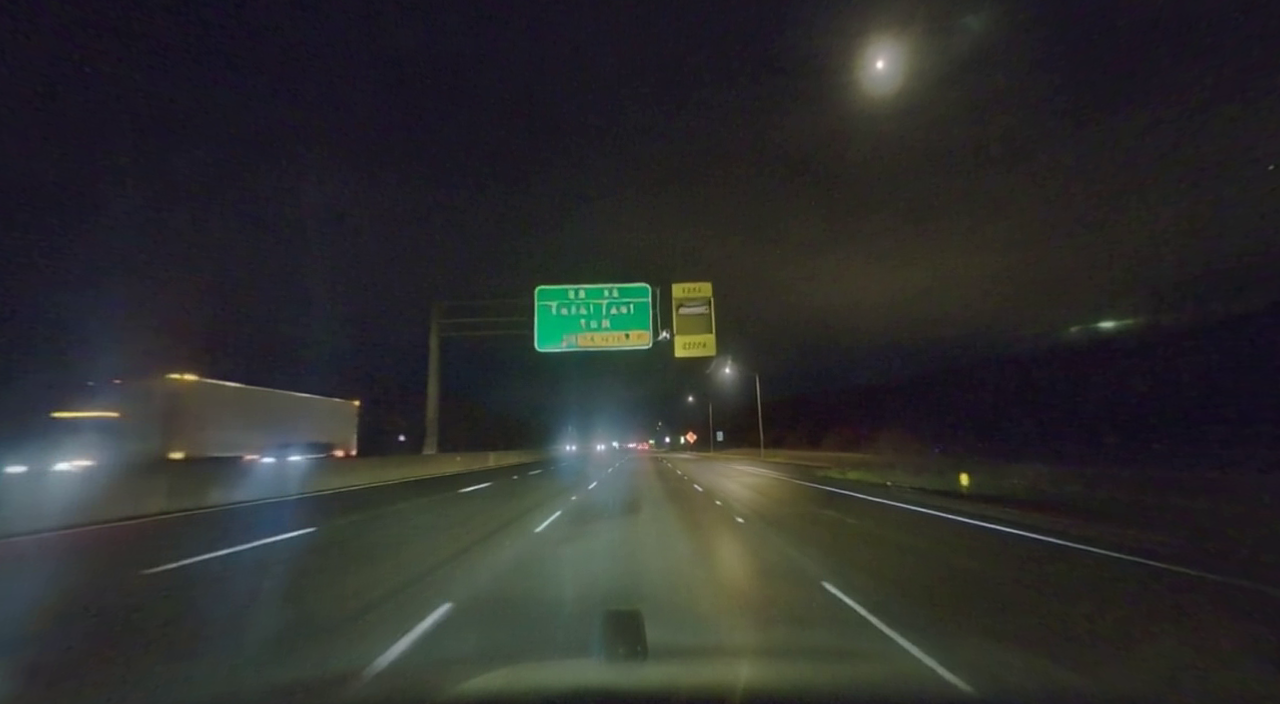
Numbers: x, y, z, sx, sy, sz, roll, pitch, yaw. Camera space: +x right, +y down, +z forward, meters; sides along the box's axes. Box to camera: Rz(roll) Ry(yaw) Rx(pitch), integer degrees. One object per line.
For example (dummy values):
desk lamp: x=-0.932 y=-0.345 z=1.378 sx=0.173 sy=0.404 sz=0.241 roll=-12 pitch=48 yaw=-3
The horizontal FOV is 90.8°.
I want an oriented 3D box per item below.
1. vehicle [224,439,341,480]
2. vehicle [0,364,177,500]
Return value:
vehicle: x=-14.594 y=4.428 z=26.133 sx=2.058 sy=1.513 sz=4.691 roll=0 pitch=-9 yaw=1
vehicle: x=-18.527 y=2.698 z=21.185 sx=3.251 sy=4.162 sz=3.126 roll=0 pitch=-9 yaw=0
